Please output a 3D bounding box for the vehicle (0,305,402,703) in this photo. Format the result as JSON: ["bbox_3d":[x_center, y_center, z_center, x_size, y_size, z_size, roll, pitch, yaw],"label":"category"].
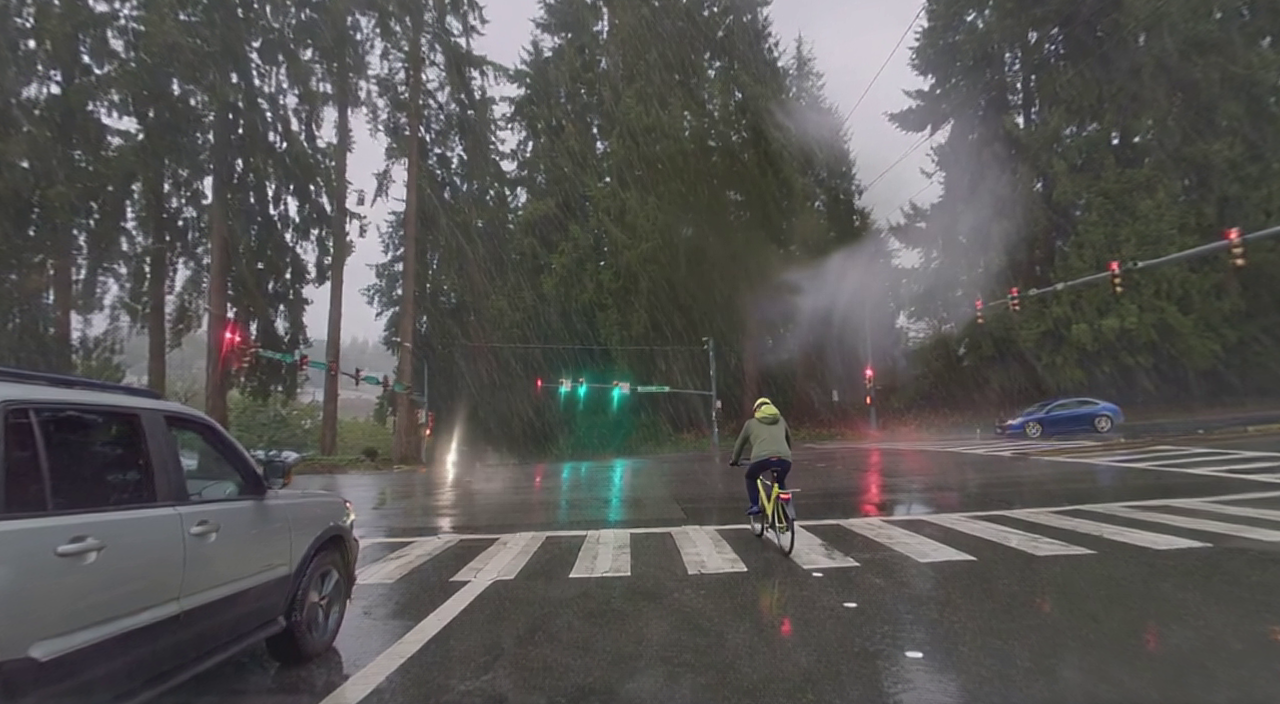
[{"bbox_3d":[-2.959,0.867,2.743,2.049,1.756,4.602,0,-8,0],"label":"vehicle"}]

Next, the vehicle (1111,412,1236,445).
[{"bbox_3d":[25.762,3.729,30.491,4.716,1.507,1.904,2,-9,-11],"label":"vehicle"}]

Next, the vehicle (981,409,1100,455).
[{"bbox_3d":[18.580,3.750,29.376,4.237,1.948,1.997,0,-9,-9],"label":"vehicle"}]
